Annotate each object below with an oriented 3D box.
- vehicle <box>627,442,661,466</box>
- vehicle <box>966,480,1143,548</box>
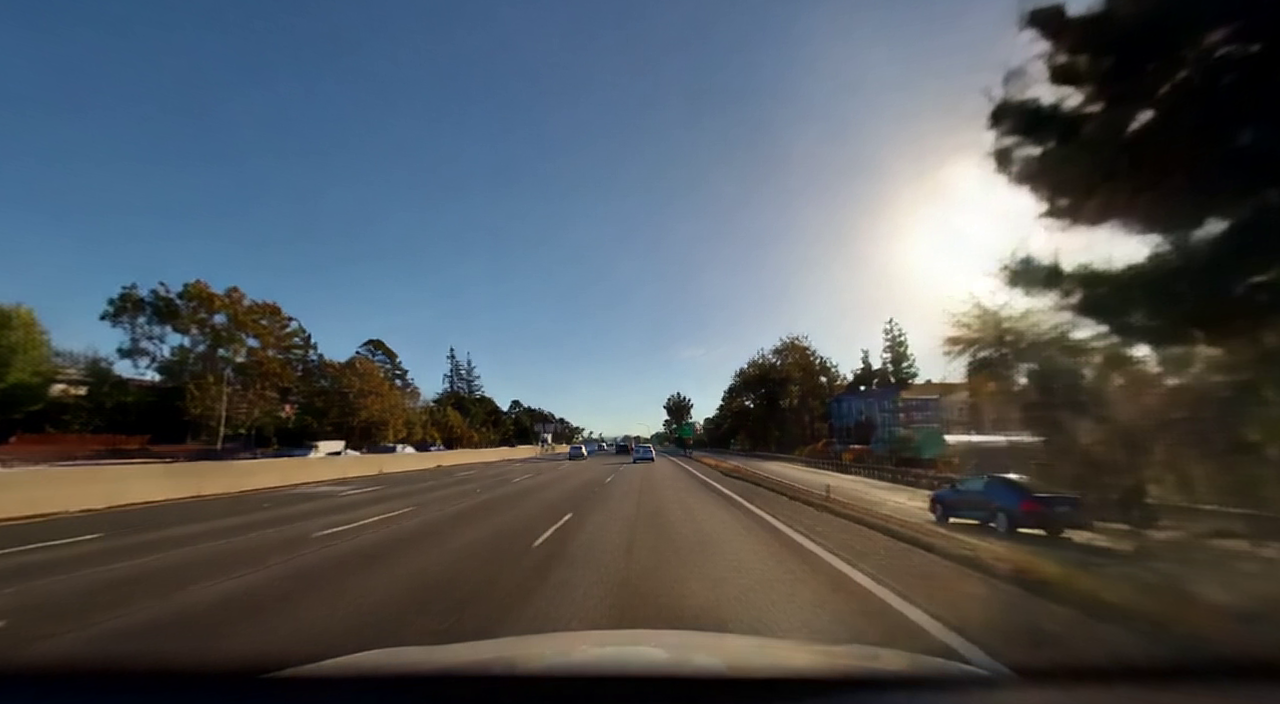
[{"bbox_3d":[0.263,6.546,40.595,2.051,1.443,3.770,-1,-8,1],"label":"vehicle"},{"bbox_3d":[16.036,6.255,25.002,2.599,1.962,5.759,1,-8,-7],"label":"vehicle"}]
